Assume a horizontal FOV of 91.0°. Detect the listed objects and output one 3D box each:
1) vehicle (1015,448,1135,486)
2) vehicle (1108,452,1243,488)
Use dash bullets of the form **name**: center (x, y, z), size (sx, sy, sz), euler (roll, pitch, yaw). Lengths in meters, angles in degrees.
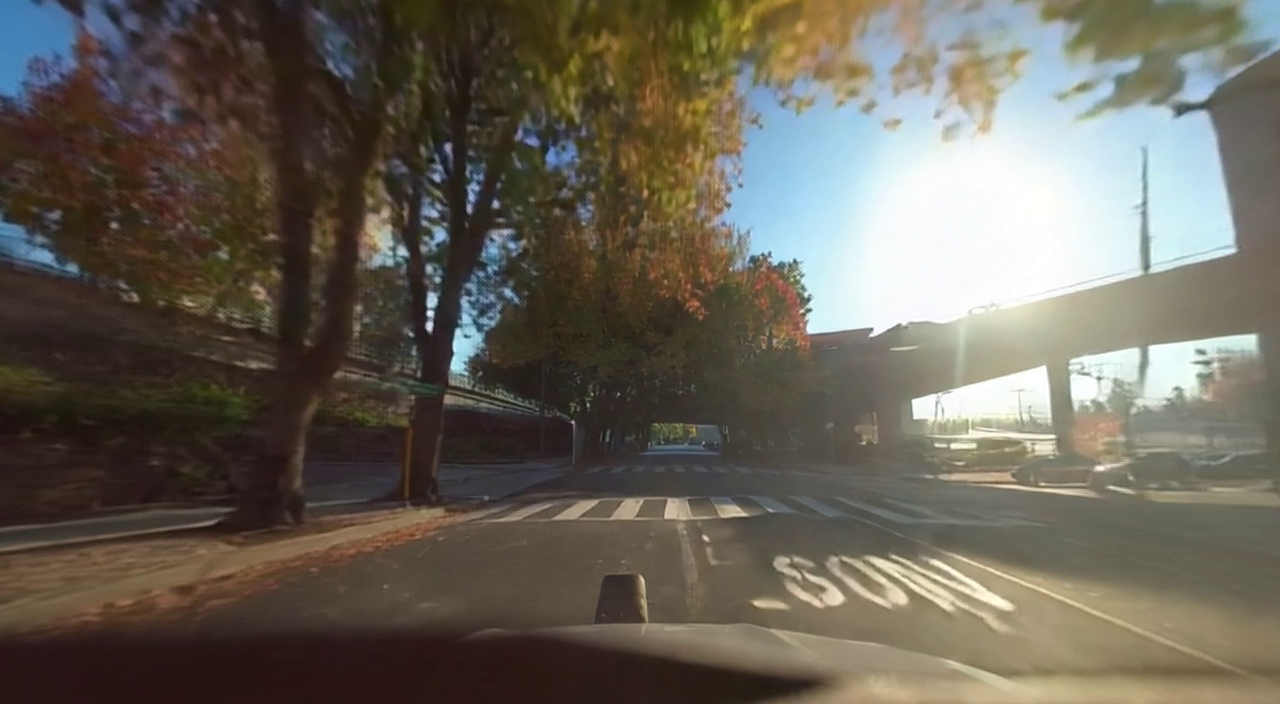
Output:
- **vehicle**: center (21.161, 5.537, 30.771), size (2.066, 1.654, 4.269), euler (7, -10, -36)
- **vehicle**: center (25.116, 5.487, 29.674), size (1.842, 1.508, 4.412), euler (7, -10, -36)
